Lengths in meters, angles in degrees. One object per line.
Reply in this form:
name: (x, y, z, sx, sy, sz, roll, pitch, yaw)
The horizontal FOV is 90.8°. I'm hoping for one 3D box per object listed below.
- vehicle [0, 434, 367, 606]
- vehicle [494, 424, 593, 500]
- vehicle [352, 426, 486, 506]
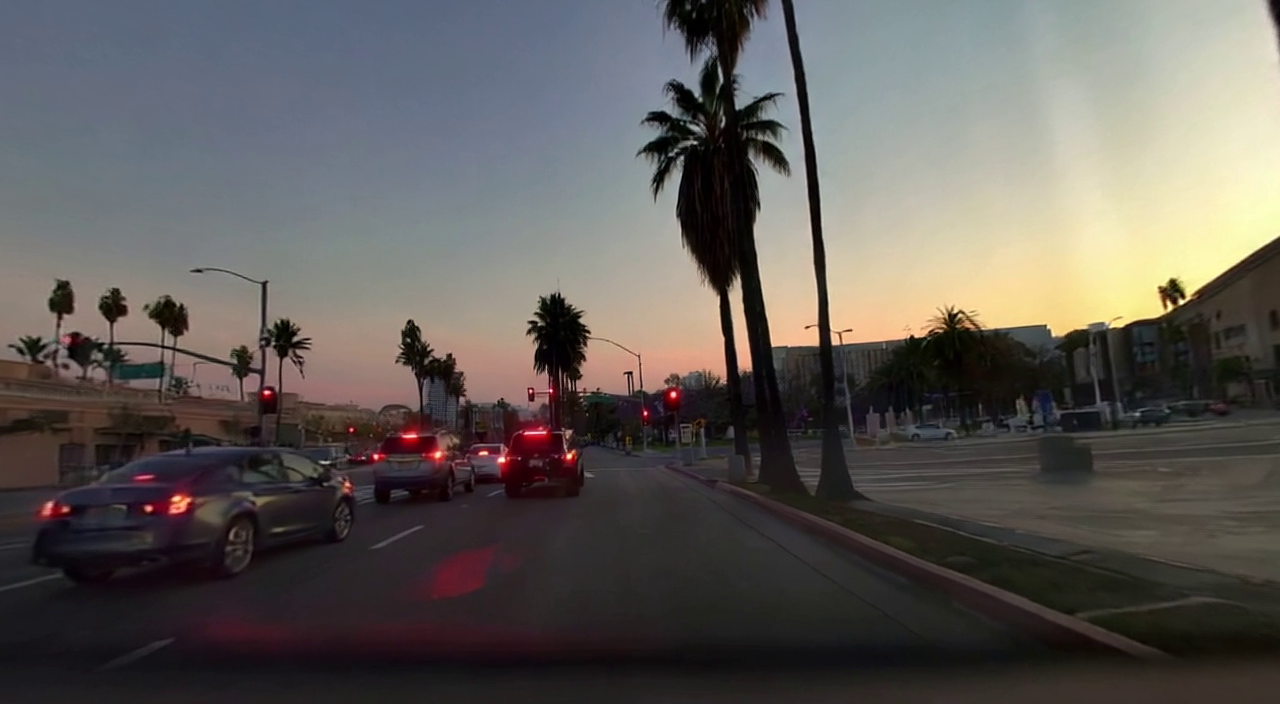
vehicle: (-5.540, 1.918, 8.311, 1.885, 1.567, 4.775, 0, -9, -2)
vehicle: (-2.430, 2.925, 17.108, 2.153, 1.759, 4.320, 0, -9, -2)
vehicle: (-5.828, 3.056, 17.411, 2.025, 1.862, 4.804, 0, -9, -1)
